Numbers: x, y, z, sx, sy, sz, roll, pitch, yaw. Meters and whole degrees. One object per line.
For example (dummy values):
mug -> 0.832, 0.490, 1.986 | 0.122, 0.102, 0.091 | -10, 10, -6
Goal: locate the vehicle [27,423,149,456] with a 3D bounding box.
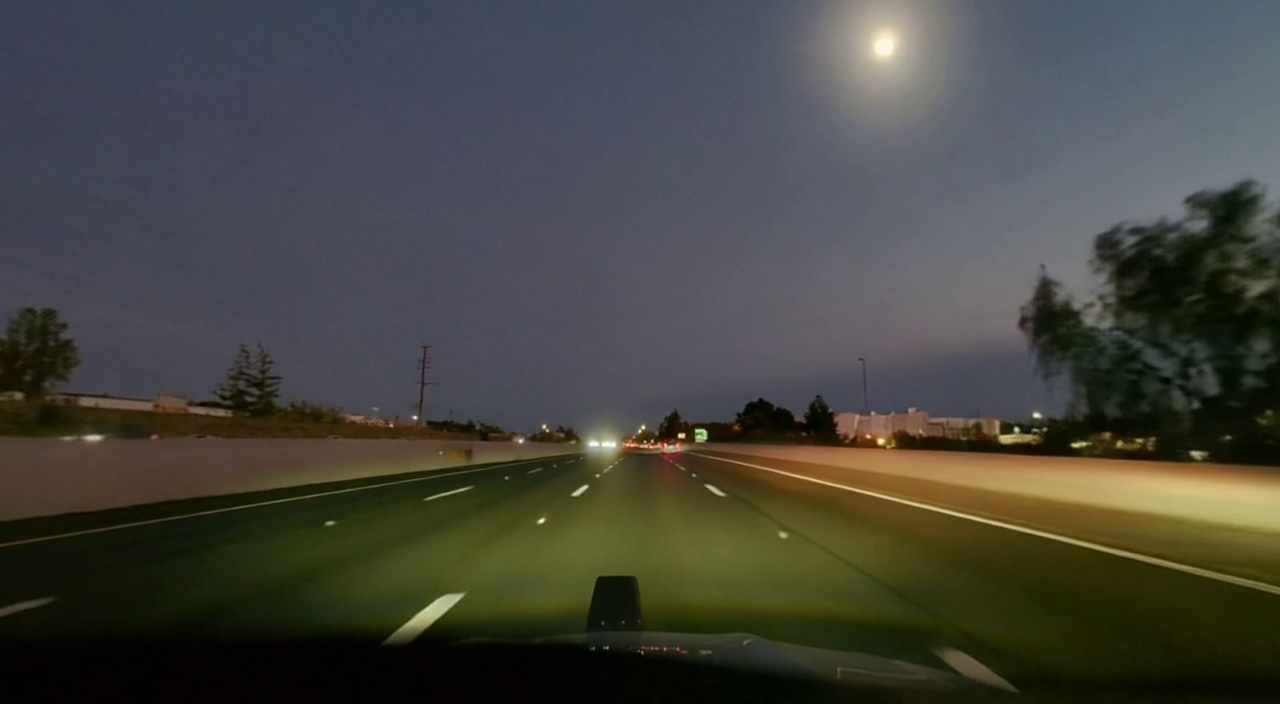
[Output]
vehicle -> -26.312, 4.216, 30.302 | 1.791, 1.455, 4.487 | 0, -8, 0

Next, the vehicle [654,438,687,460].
vehicle -> 2.113, 6.981, 45.541 | 2.036, 1.486, 4.375 | 0, -8, -2

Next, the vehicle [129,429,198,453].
vehicle -> -33.453, 6.276, 44.402 | 1.852, 1.606, 3.908 | 0, -8, -1
